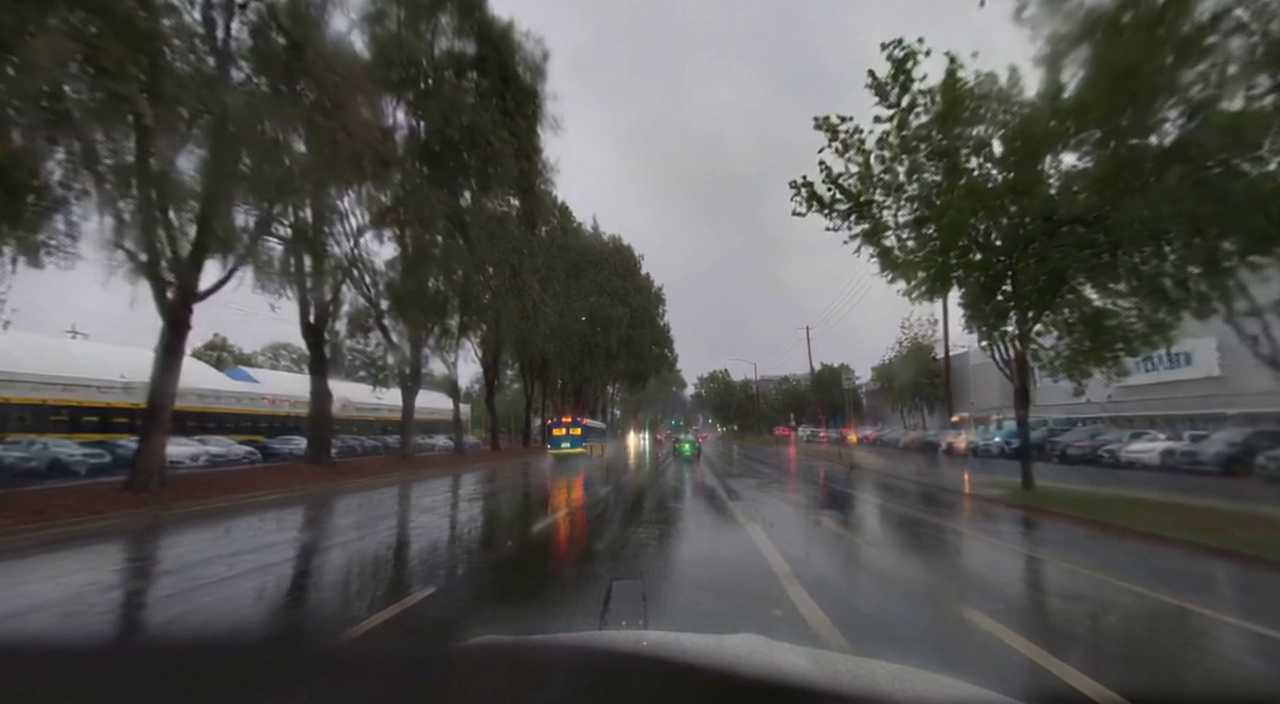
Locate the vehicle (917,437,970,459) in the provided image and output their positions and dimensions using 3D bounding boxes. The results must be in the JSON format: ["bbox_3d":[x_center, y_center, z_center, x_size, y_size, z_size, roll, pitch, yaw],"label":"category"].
[{"bbox_3d":[21.620,6.887,45.202,1.849,1.466,4.831,-1,-9,6],"label":"vehicle"}]

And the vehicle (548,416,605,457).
[{"bbox_3d":[-4.114,5.707,42.146,2.485,2.556,6.363,-1,-9,6],"label":"vehicle"}]

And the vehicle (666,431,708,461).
[{"bbox_3d":[2.524,5.089,33.988,2.123,1.498,4.226,-1,-9,4],"label":"vehicle"}]
